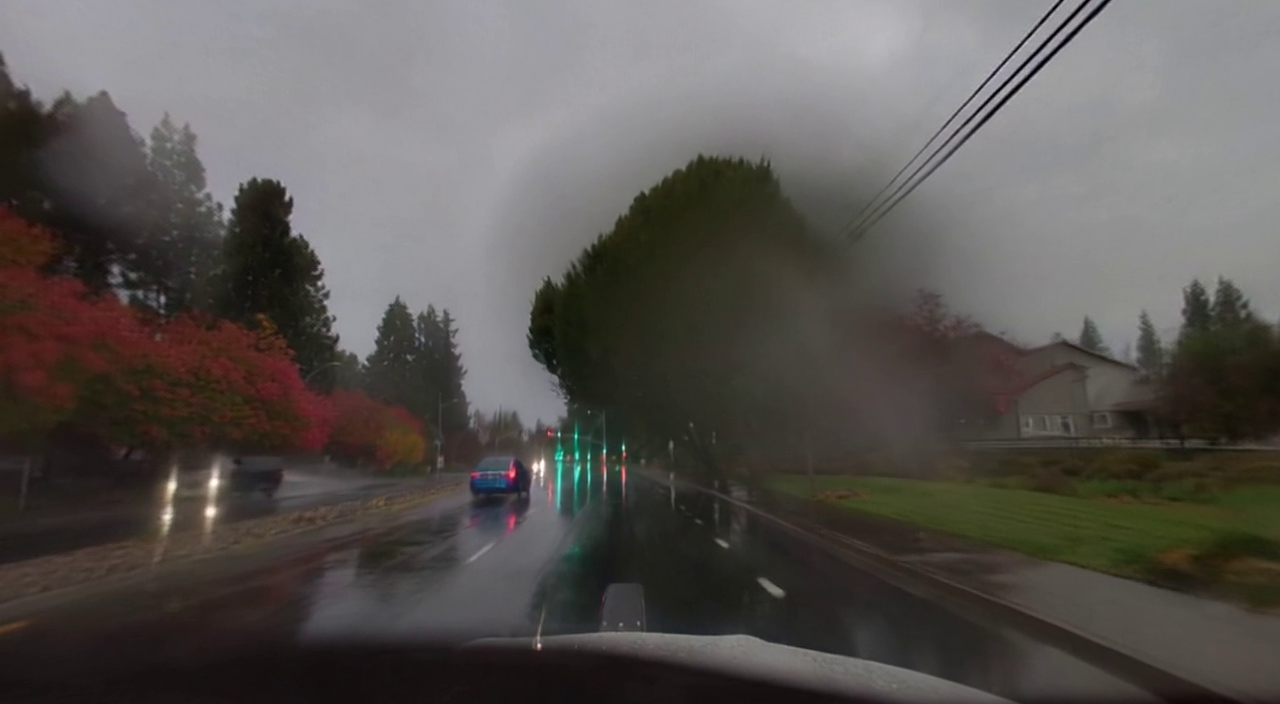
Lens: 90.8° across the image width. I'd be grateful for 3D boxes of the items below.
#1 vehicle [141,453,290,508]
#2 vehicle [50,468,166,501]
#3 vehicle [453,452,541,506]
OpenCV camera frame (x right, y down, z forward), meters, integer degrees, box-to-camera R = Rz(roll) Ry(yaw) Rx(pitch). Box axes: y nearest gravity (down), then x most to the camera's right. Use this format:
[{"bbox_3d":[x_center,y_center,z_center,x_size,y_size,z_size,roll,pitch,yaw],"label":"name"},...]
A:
[{"bbox_3d":[-18.538,5.575,28.155,2.544,2.065,6.253,0,-9,-3],"label":"vehicle"},{"bbox_3d":[-30.516,7.609,36.412,4.582,1.683,1.974,2,-9,-13],"label":"vehicle"},{"bbox_3d":[-4.539,4.079,20.816,1.980,1.508,4.502,0,-9,-2],"label":"vehicle"}]
